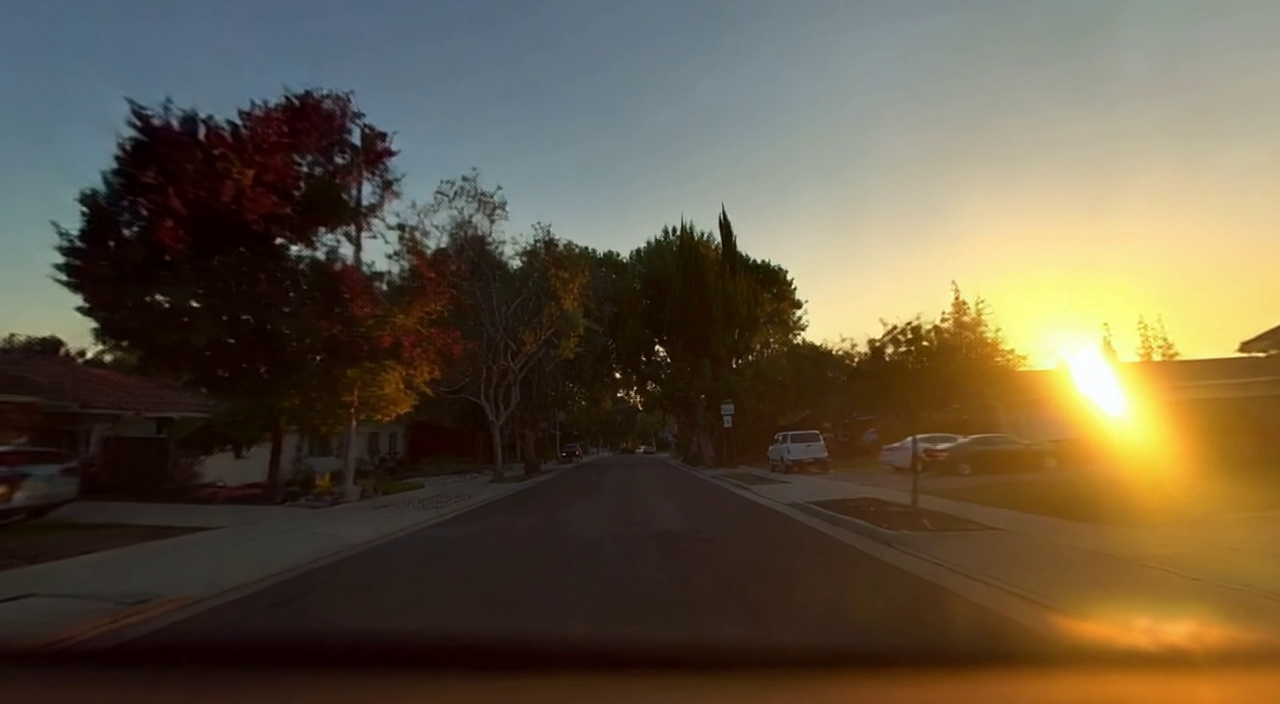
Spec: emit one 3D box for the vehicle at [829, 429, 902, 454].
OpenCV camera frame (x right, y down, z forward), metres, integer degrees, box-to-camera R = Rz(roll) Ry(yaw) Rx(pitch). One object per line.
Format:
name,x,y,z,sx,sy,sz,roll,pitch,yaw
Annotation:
vehicle,14.601,5.838,41.040,4.045,1.570,1.864,0,-8,-1

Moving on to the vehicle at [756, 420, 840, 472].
vehicle,6.851,4.161,28.001,2.233,1.923,4.848,-4,-8,-2

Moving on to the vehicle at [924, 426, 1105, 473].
vehicle,12.108,3.180,20.663,4.686,1.466,1.869,0,-8,0

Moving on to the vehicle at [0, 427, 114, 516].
vehicle,-15.046,2.619,14.066,4.578,1.808,2.162,0,-8,-4
